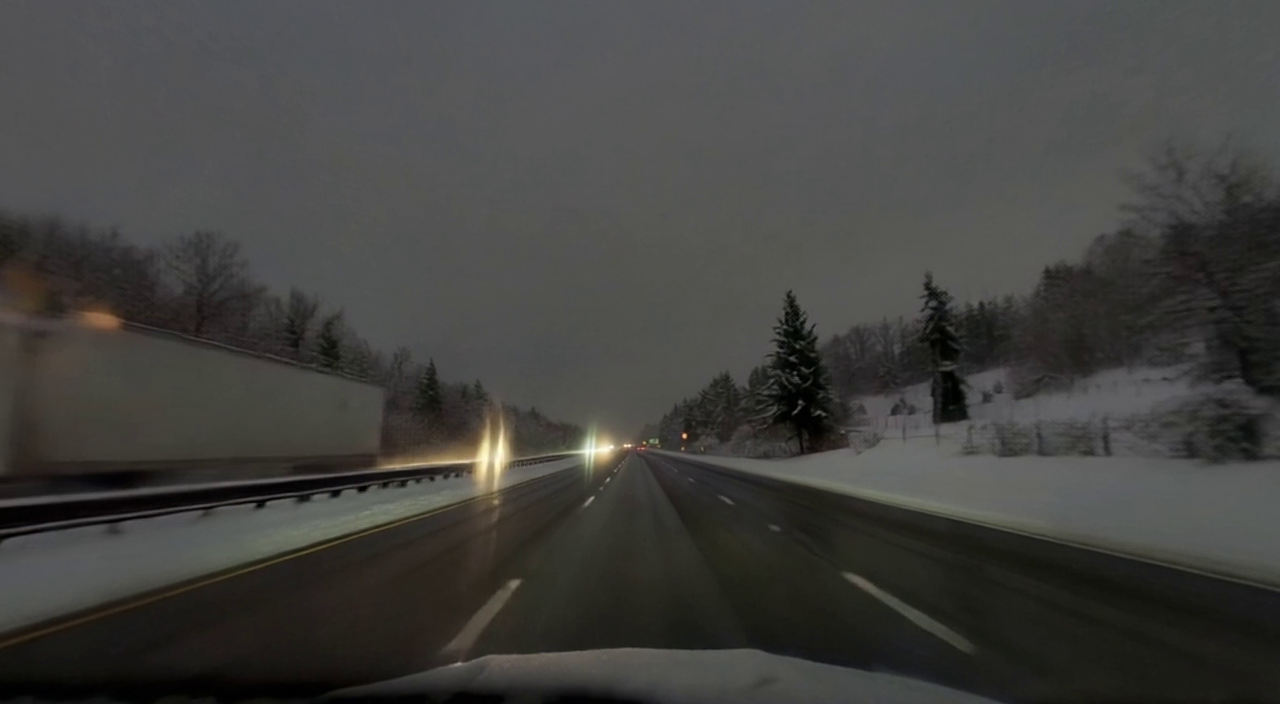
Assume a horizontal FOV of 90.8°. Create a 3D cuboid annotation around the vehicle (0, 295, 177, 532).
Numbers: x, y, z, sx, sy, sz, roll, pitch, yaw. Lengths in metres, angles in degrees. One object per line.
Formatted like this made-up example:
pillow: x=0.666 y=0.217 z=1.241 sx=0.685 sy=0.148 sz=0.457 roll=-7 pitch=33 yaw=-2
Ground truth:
vehicle: x=-11.926 y=1.130 z=11.064 sx=2.945 sy=3.831 sz=5.831 roll=0 pitch=-9 yaw=0
